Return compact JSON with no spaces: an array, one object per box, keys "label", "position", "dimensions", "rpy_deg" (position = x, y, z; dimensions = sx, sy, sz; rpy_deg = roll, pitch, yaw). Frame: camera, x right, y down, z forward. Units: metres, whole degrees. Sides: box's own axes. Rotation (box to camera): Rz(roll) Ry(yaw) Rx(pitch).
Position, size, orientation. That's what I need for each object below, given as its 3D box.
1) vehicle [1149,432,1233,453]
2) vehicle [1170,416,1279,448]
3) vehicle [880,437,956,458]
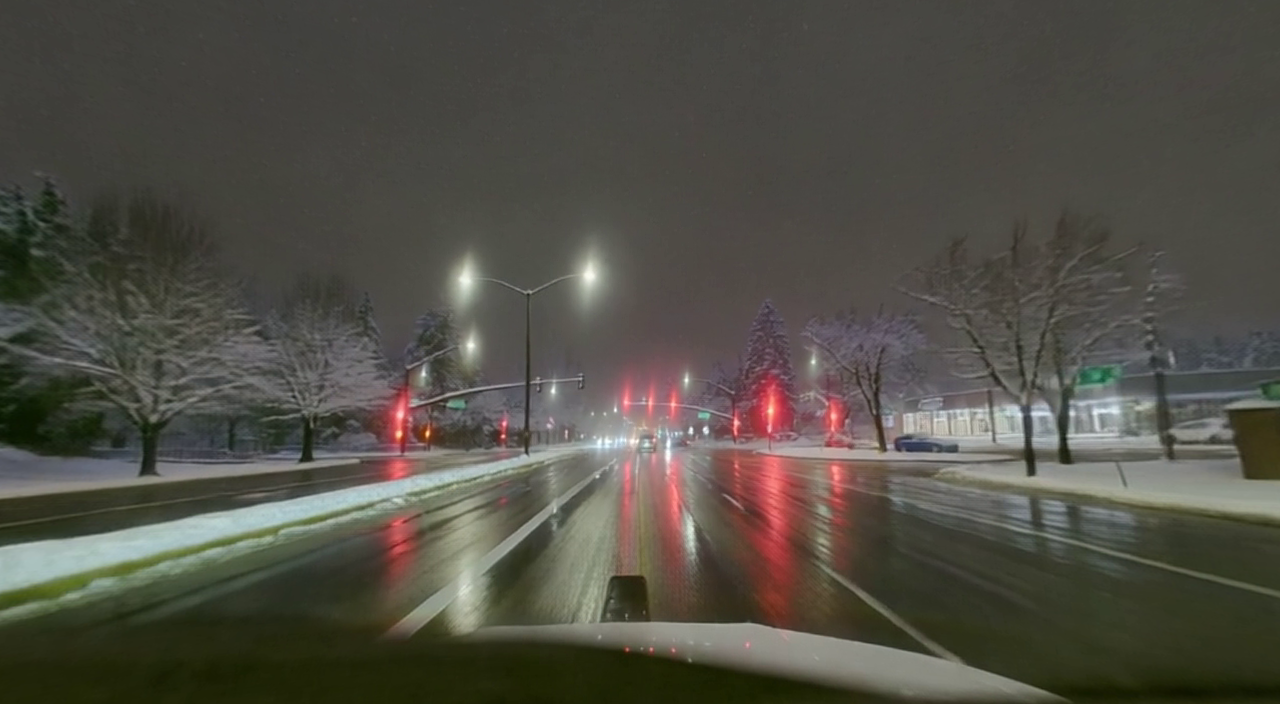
[{"label":"vehicle","position":[40.015,6.617,45.929],"dimensions":[1.770,1.442,4.897],"rpy_deg":[0,-8,1]},{"label":"vehicle","position":[42.854,5.913,46.177],"dimensions":[2.372,2.151,6.657],"rpy_deg":[-1,-8,2]},{"label":"vehicle","position":[19.998,6.863,45.432],"dimensions":[4.479,1.488,2.038],"rpy_deg":[0,-8,-1]}]
